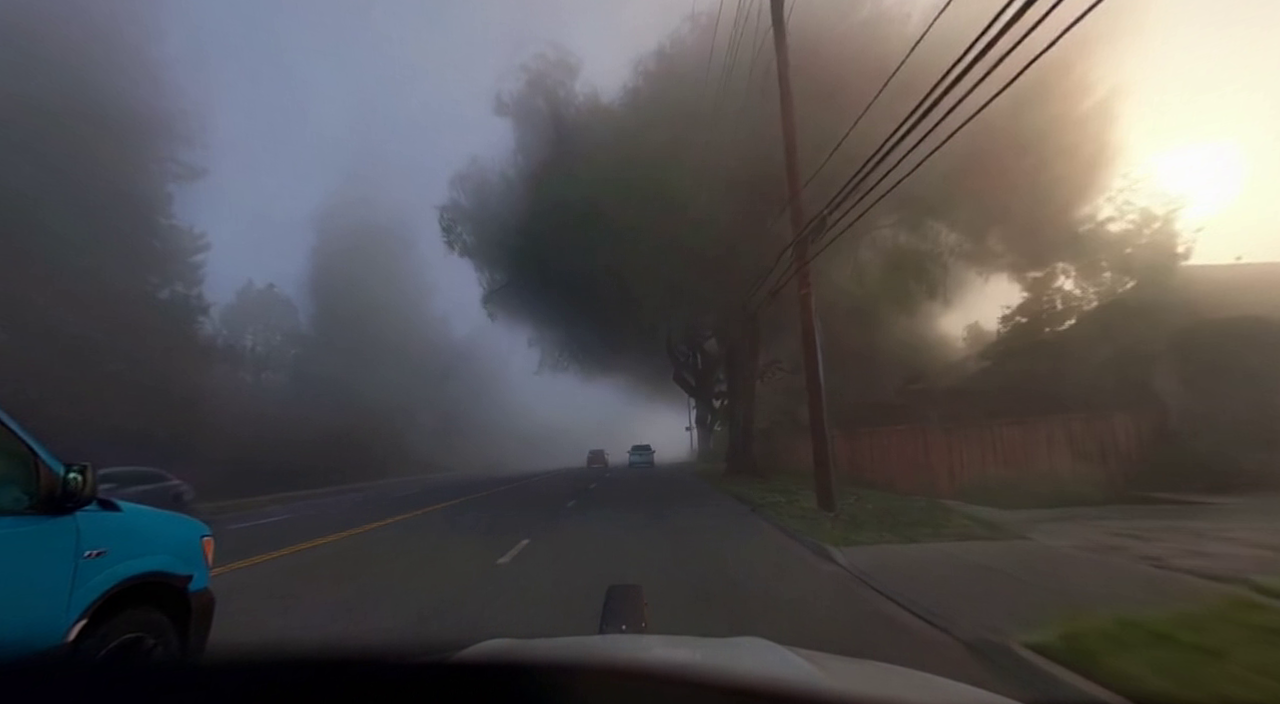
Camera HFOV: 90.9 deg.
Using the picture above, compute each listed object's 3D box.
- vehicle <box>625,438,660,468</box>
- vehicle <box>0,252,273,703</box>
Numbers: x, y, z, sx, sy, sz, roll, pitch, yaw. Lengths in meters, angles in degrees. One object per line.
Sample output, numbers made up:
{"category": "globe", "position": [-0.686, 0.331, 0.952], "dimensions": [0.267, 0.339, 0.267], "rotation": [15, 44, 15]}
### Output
{"category": "vehicle", "position": [0.180, 6.309, 39.522], "dimensions": [2.120, 1.718, 3.909], "rotation": [0, -9, 1]}
{"category": "vehicle", "position": [-3.642, 0.516, 1.164], "dimensions": [2.336, 2.152, 5.866], "rotation": [0, -9, 0]}
